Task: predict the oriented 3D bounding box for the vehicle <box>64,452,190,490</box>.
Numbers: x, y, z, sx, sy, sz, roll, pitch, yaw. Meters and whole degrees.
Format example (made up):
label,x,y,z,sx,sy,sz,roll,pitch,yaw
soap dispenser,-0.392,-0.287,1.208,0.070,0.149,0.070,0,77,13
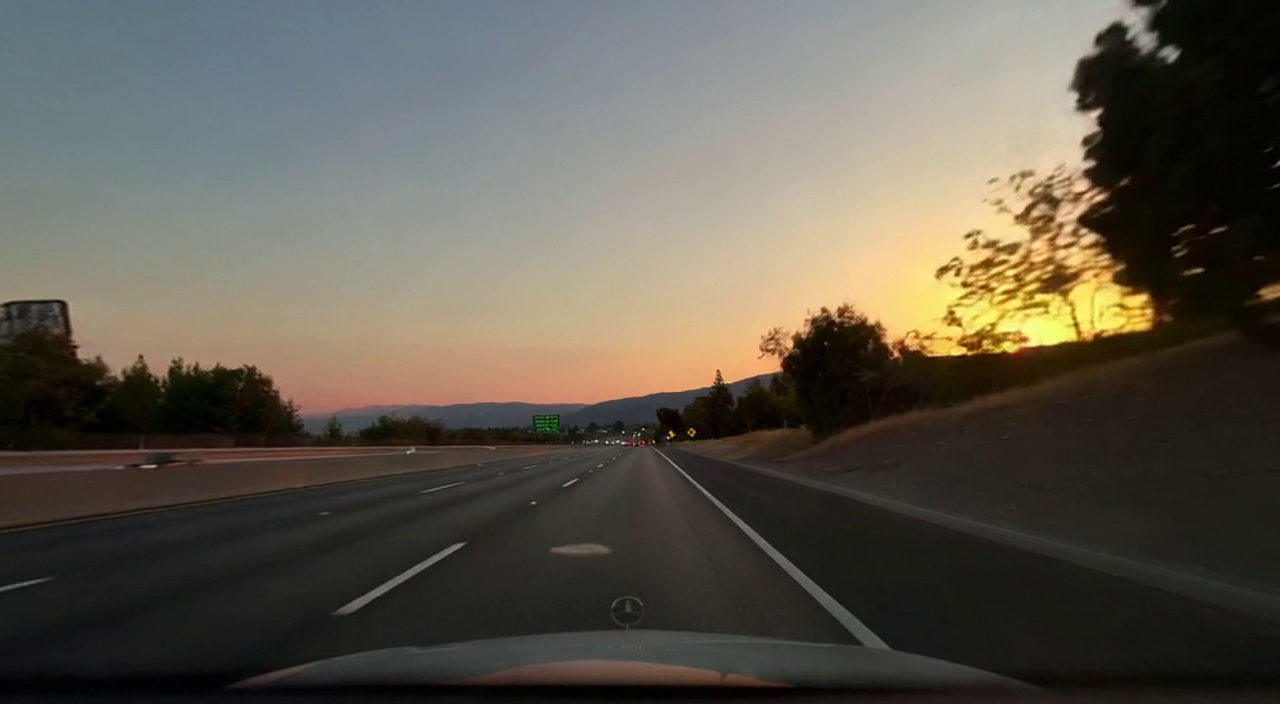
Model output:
label,x,y,z,sx,sy,sz,roll,pitch,yaw
vehicle,-23.611,5.462,29.236,1.858,1.546,4.690,0,-8,1
